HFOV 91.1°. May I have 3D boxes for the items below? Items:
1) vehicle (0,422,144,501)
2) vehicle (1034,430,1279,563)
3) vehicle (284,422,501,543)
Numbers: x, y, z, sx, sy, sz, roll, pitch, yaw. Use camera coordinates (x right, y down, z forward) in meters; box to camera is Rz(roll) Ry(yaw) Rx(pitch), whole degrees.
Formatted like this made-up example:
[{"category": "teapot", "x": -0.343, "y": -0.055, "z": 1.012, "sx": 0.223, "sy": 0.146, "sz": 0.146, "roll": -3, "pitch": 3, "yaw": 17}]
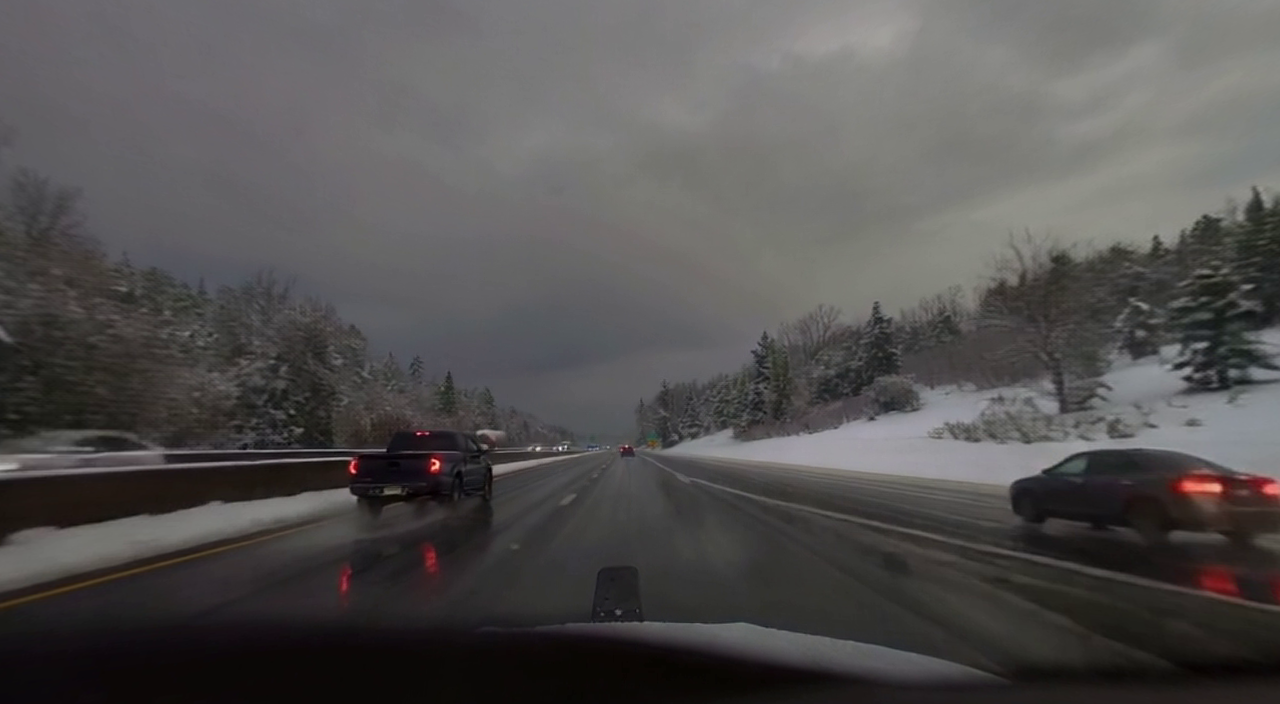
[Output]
[{"category": "vehicle", "x": -13.193, "y": 2.299, "z": 13.314, "sx": 1.870, "sy": 1.489, "sz": 4.309, "roll": 0, "pitch": -9, "yaw": -1}, {"category": "vehicle", "x": 8.381, "y": 1.906, "z": 8.735, "sx": 2.117, "sy": 1.558, "sz": 4.736, "roll": 2, "pitch": -9, "yaw": -12}, {"category": "vehicle", "x": -4.078, "y": 2.224, "z": 11.359, "sx": 2.111, "sy": 1.717, "sz": 4.426, "roll": 0, "pitch": -9, "yaw": 0}]
